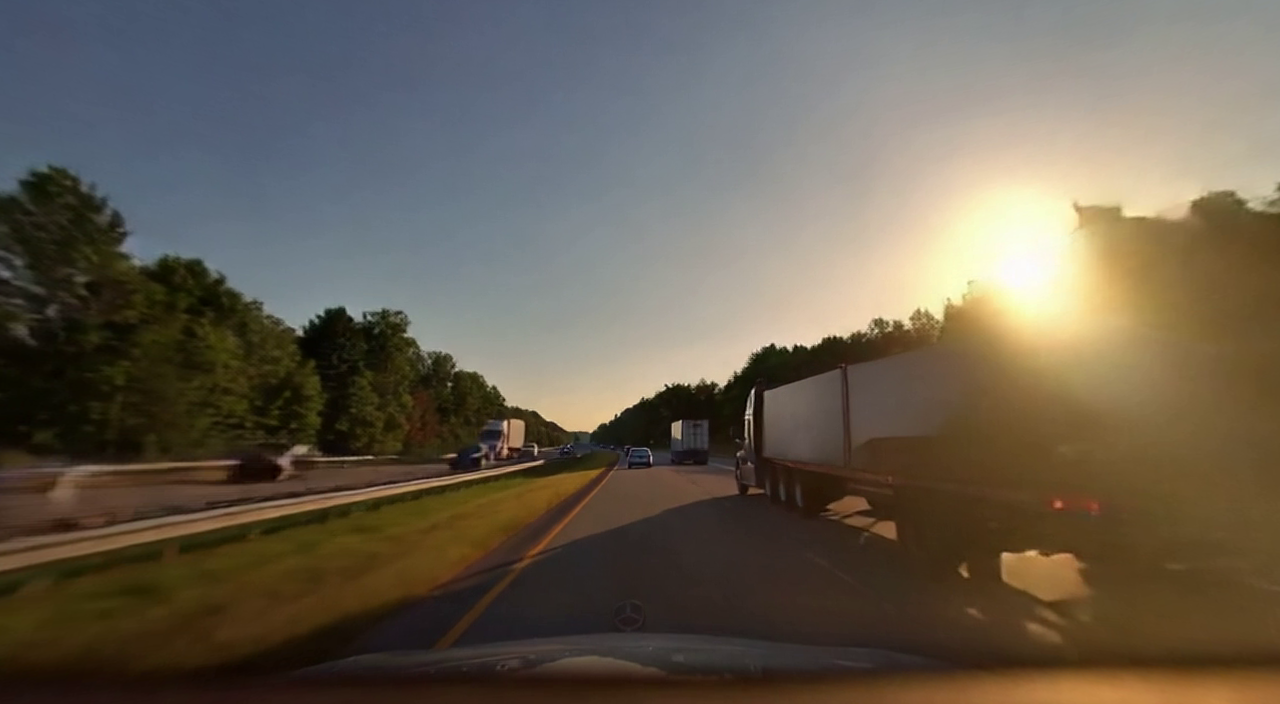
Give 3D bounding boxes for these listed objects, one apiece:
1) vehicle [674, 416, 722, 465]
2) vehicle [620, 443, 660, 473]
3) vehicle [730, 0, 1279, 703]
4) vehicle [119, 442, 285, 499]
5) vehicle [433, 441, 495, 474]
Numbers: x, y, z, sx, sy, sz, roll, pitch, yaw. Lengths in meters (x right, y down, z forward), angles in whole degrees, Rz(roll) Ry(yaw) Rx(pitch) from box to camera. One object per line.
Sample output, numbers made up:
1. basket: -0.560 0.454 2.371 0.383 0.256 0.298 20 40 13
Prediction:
1. vehicle: 4.010 6.386 45.116 2.684 3.263 5.865 0 -9 -2
2. vehicle: -0.030 5.750 34.408 2.051 1.513 4.511 0 -9 0
3. vehicle: 3.820 0.566 8.553 2.883 4.057 14.579 0 -9 -1
4. vehicle: -13.085 3.542 19.263 1.827 1.507 4.508 0 -9 0
5. vehicle: -8.922 5.398 32.306 2.027 1.574 3.990 0 -9 0
